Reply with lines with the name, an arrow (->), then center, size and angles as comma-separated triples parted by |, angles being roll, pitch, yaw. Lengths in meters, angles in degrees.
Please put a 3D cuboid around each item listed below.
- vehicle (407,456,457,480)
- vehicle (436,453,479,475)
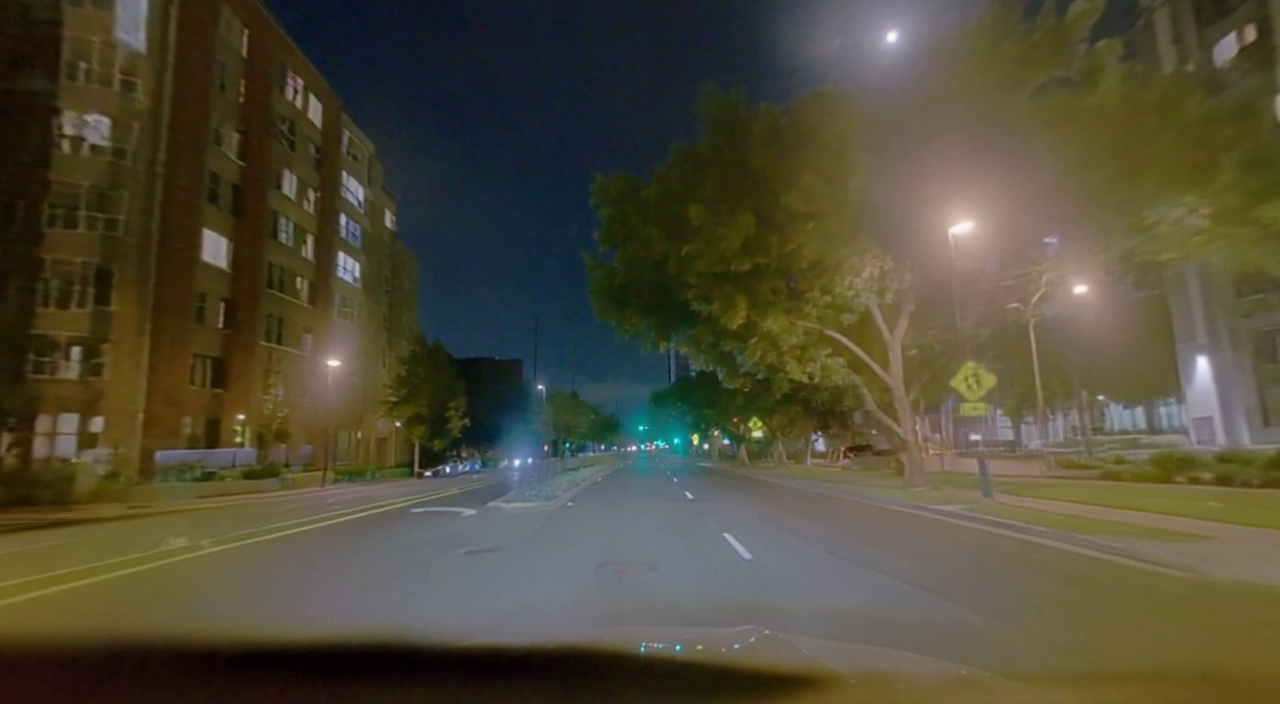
vehicle -> -13.926, 7.756, 42.436 | 1.835, 1.434, 4.325 | 0, -9, 0
vehicle -> -13.839, 8.496, 47.998 | 1.816, 1.567, 3.957 | -1, -9, 3
